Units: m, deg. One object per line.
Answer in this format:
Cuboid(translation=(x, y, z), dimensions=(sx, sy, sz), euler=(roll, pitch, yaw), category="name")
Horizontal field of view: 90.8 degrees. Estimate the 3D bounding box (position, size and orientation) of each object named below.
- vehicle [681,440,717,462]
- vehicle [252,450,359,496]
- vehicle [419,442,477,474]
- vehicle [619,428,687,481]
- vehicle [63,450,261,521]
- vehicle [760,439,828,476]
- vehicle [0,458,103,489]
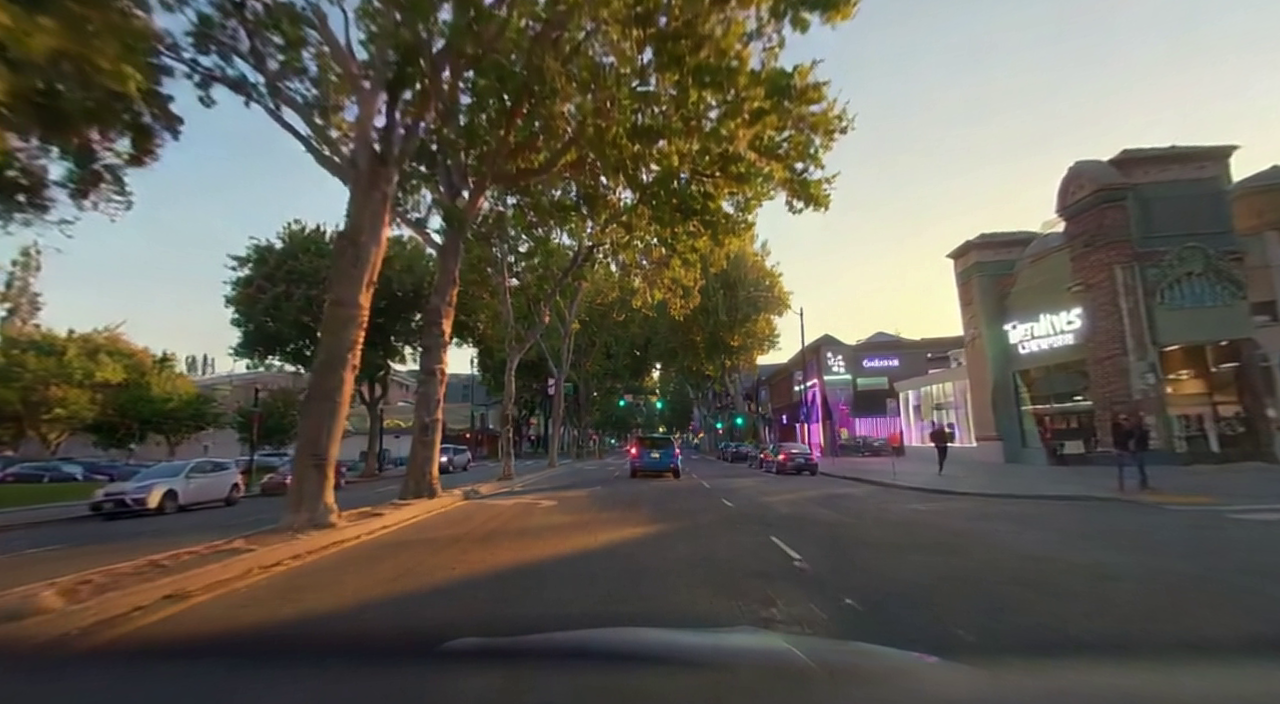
Cuboid(translation=(4.180, 7.101, 45.460), dimensions=(2.209, 1.478, 4.138), euler=(-1, -8, 1), category="vehicle")
Cuboid(translation=(-13.473, 4.876, 25.802), dimensions=(1.934, 1.639, 4.387), euler=(-1, -8, 1), category="vehicle")
Cuboid(translation=(-12.949, 7.145, 42.971), dimensions=(2.197, 1.985, 5.183), euler=(-1, -8, 2), category="vehicle")
Cuboid(translation=(0.494, 3.936, 24.507), dimensions=(2.382, 1.796, 4.610), euler=(-1, -8, 1), category="vehicle")
Cuboid(translation=(-13.542, 3.749, 18.390), dimensions=(2.148, 1.694, 4.561), euler=(-2, -8, 1), category="vehicle")
Cuboid(translation=(6.778, 4.698, 28.354), dimensions=(2.048, 1.484, 4.709), euler=(-1, -8, 2), category="vehicle")
Cuboid(translation=(-34.698, 7.088, 37.129), dimensions=(1.982, 1.610, 4.620), euler=(-3, -9, 3), category="vehicle")
